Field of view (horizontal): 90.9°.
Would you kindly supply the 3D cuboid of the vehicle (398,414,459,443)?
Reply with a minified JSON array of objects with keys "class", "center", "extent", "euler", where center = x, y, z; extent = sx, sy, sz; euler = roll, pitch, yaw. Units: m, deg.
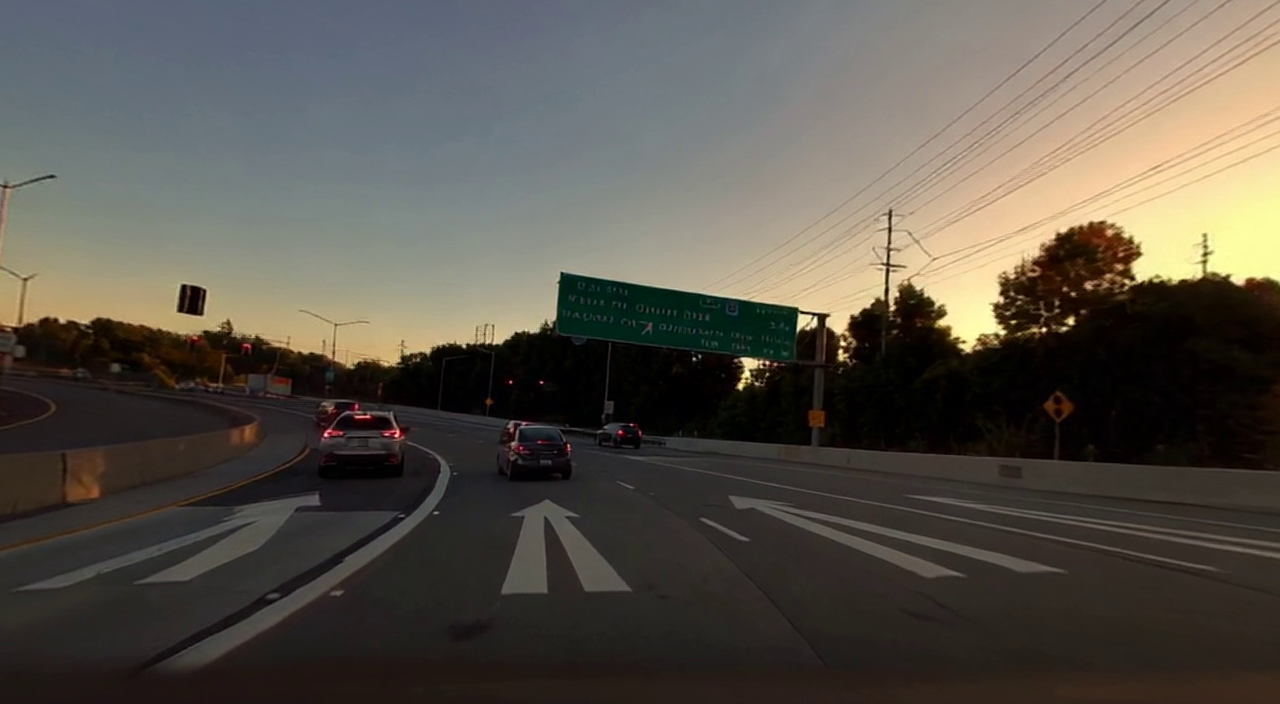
[{"class":"vehicle","center":[-11.803,4.305,35.019],"extent":[1.832,1.473,4.364],"euler":[6,-11,-37]}]

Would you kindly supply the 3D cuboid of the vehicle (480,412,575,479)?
[{"class":"vehicle","center":[-3.454,2.766,18.673],"extent":[2.140,1.724,4.304],"euler":[3,-9,-18]}]

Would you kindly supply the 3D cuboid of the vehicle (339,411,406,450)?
[{"class":"vehicle","center":[-11.686,3.464,27.364],"extent":[2.033,1.501,4.623],"euler":[5,-10,-29]}]

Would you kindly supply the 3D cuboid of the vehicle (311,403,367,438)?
[{"class":"vehicle","center":[-16.544,3.809,34.543],"extent":[2.076,1.747,4.285],"euler":[6,-10,-33]}]

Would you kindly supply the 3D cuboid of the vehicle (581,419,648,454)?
[{"class":"vehicle","center":[-1.567,4.892,36.222],"extent":[2.079,1.807,4.682],"euler":[4,-9,-27]}]
